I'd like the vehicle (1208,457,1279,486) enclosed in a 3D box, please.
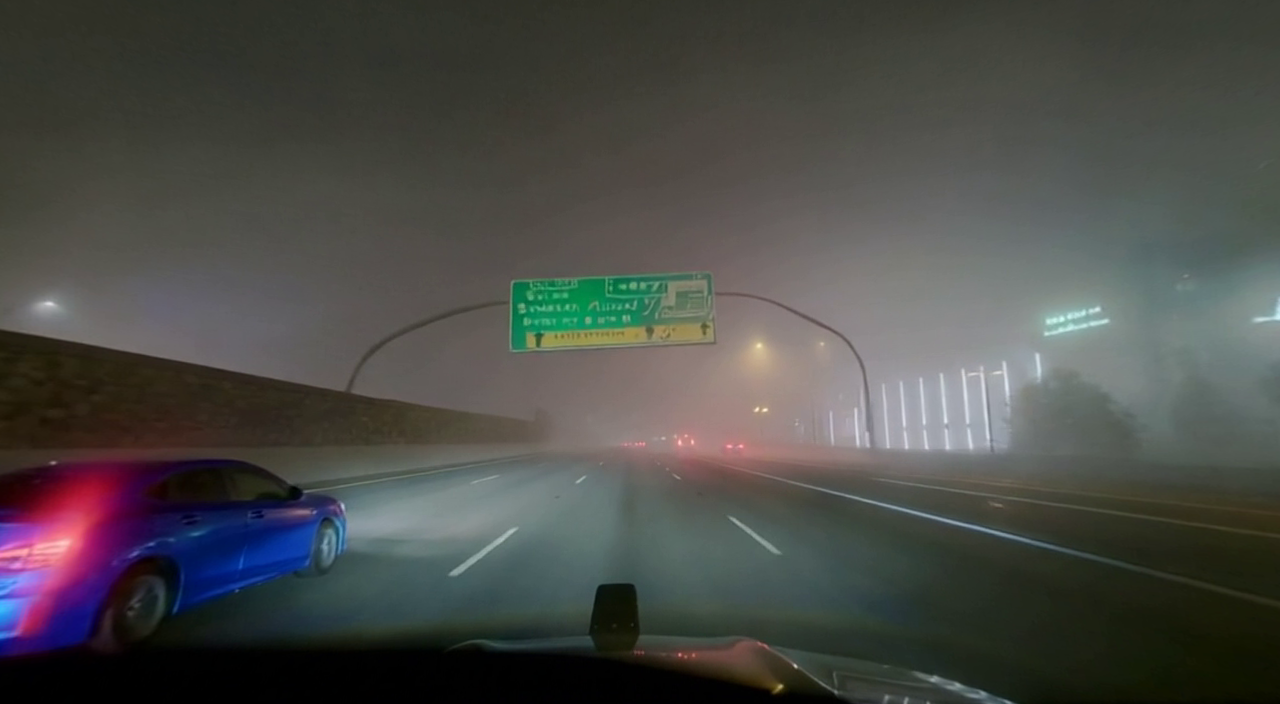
[{"bbox_3d":[34.912,6.623,35.136,4.802,1.499,1.848,0,-8,0],"label":"vehicle"}]

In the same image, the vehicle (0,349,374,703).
[{"bbox_3d":[-3.840,1.066,4.451,2.070,1.641,4.315,0,-8,-1],"label":"vehicle"}]
